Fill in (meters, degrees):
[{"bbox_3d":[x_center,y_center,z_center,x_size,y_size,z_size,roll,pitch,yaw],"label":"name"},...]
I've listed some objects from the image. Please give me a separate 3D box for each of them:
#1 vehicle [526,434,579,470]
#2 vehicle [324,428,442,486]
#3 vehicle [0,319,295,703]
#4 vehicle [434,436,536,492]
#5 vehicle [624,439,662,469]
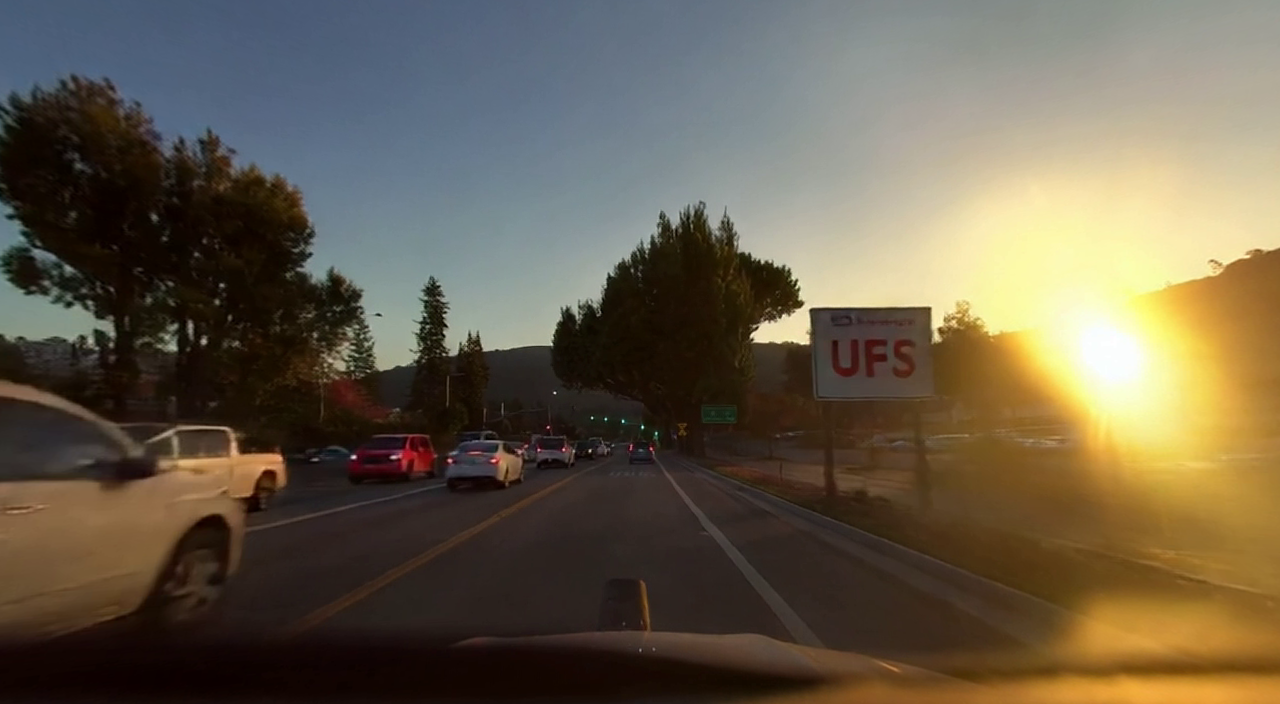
[{"bbox_3d":[-4.480,5.215,33.099,2.042,1.713,4.493,-1,-8,2],"label":"vehicle"},{"bbox_3d":[-8.369,3.456,21.055,1.959,1.668,4.557,0,-8,1],"label":"vehicle"},{"bbox_3d":[-4.013,0.754,2.585,2.242,1.852,5.201,0,-8,0],"label":"vehicle"},{"bbox_3d":[-4.520,3.317,19.084,2.068,1.480,4.039,0,-8,0],"label":"vehicle"},{"bbox_3d":[0.157,5.362,33.204,1.875,1.453,3.888,0,-8,0],"label":"vehicle"}]
